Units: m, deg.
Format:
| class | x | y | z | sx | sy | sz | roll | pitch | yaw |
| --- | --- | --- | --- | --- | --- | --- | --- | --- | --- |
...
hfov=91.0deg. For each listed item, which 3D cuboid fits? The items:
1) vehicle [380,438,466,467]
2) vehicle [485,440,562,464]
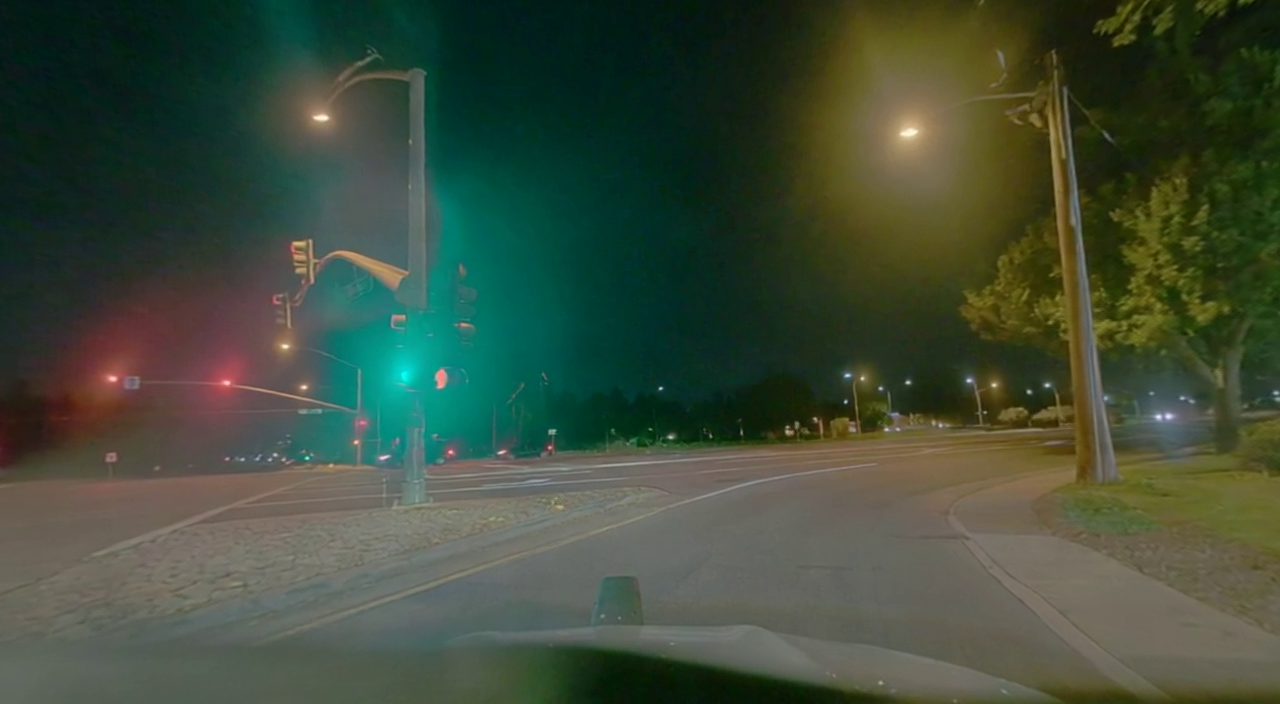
| class | x | y | z | sx | sy | sz | roll | pitch | yaw |
| --- | --- | --- | --- | --- | --- | --- | --- | --- | --- |
| vehicle | -13.997 | 6.496 | 40.763 | 4.782 | 1.776 | 2.118 | 6 | -11 | -36 |
| vehicle | -7.403 | 6.362 | 40.211 | 4.527 | 1.444 | 1.811 | 6 | -11 | -37 |
